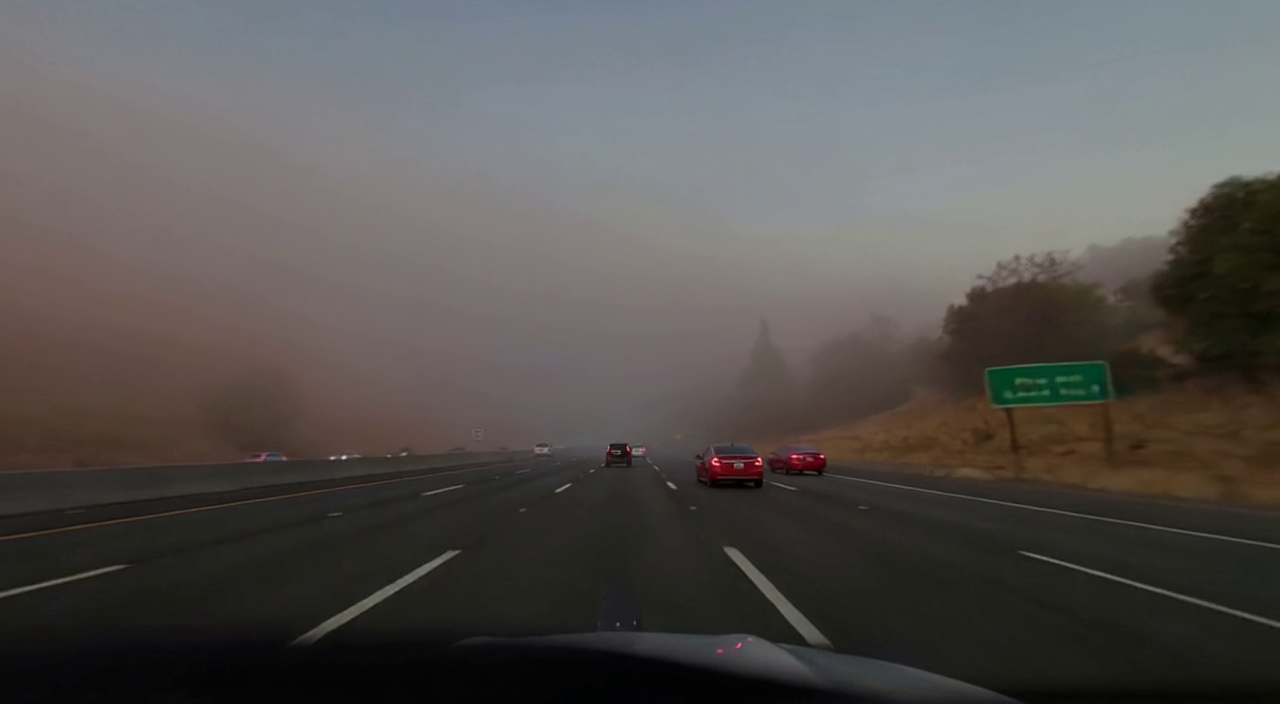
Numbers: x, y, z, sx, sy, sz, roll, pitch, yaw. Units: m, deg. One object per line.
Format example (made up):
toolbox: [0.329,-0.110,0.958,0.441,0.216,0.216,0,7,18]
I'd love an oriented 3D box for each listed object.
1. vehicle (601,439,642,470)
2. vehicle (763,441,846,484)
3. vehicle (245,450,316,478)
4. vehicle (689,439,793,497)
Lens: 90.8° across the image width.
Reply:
vehicle: [-1.042,6.011,37.162,2.277,1.675,4.023,0,-8,0]
vehicle: [6.102,4.136,24.008,1.845,1.452,4.352,0,-8,-2]
vehicle: [-26.222,8.164,46.330,2.390,1.856,4.803,1,-8,0]
vehicle: [2.813,3.363,18.786,2.120,1.492,4.734,0,-8,-2]
